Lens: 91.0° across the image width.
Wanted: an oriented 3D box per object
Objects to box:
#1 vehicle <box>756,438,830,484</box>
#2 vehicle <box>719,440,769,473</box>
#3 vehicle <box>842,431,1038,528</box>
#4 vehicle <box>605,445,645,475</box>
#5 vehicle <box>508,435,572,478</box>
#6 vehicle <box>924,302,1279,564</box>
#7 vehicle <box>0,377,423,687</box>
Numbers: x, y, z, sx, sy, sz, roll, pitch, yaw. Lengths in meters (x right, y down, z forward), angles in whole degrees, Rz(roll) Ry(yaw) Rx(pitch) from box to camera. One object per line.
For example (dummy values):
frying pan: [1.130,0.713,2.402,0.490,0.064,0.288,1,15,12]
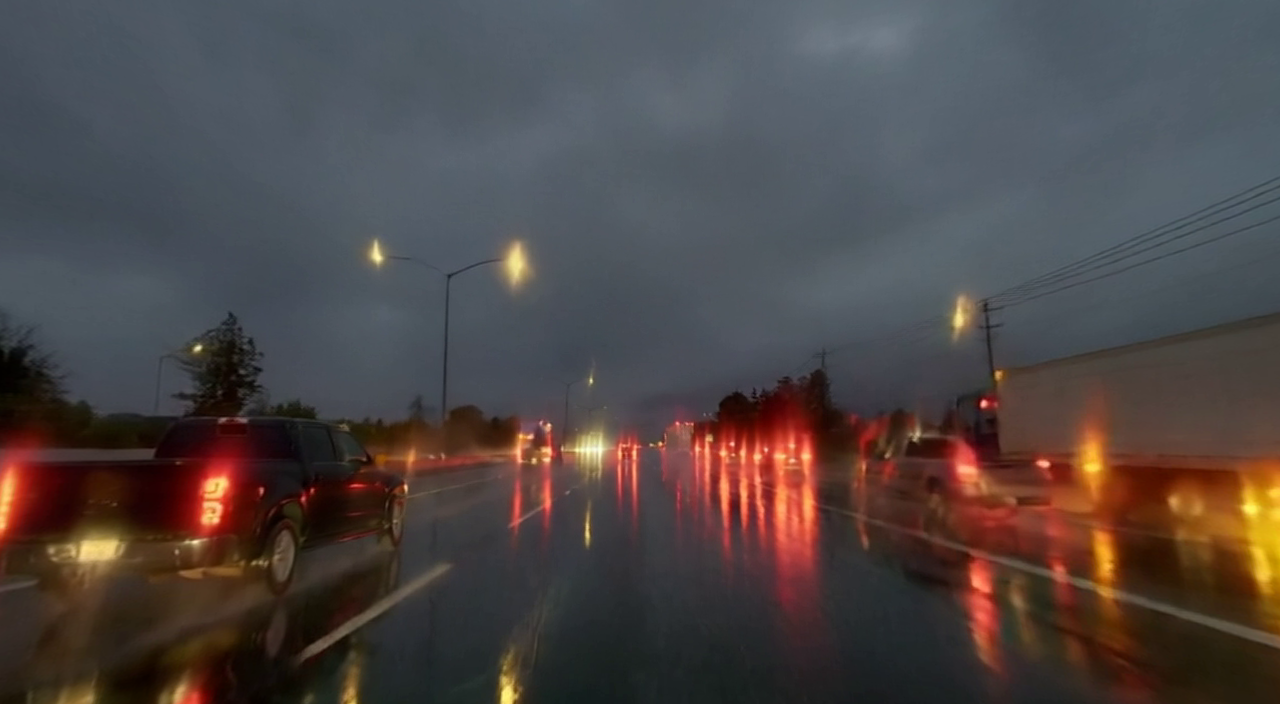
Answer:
vehicle: [6.127,4.409,25.777,1.977,1.705,4.078,1,-9,0]
vehicle: [6.070,6.179,37.360,2.086,1.783,4.868,1,-9,-1]
vehicle: [5.851,2.508,12.970,1.989,1.642,4.082,1,-9,0]
vehicle: [-0.795,5.882,34.504,2.060,1.508,4.308,1,-9,0]
vehicle: [-4.578,4.886,29.551,2.147,1.825,4.602,0,-9,1]
vehicle: [10.129,1.706,12.484,3.442,3.405,11.948,0,-9,0]
vehicle: [-3.848,1.317,5.755,2.127,1.705,4.374,0,-9,0]
